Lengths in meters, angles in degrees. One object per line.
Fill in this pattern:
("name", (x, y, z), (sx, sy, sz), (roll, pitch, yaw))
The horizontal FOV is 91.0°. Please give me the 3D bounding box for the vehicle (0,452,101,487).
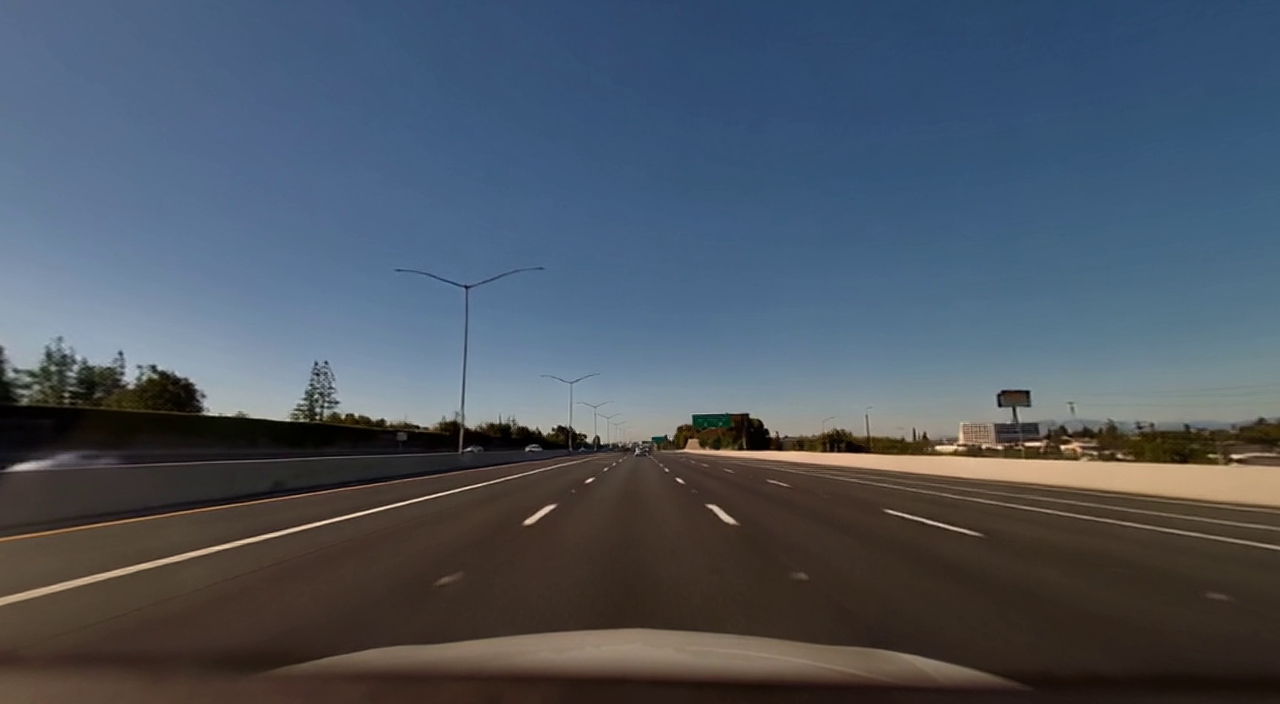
("vehicle", (-28.963, 5.623, 30.437), (1.840, 1.518, 4.430), (0, -9, 0))
